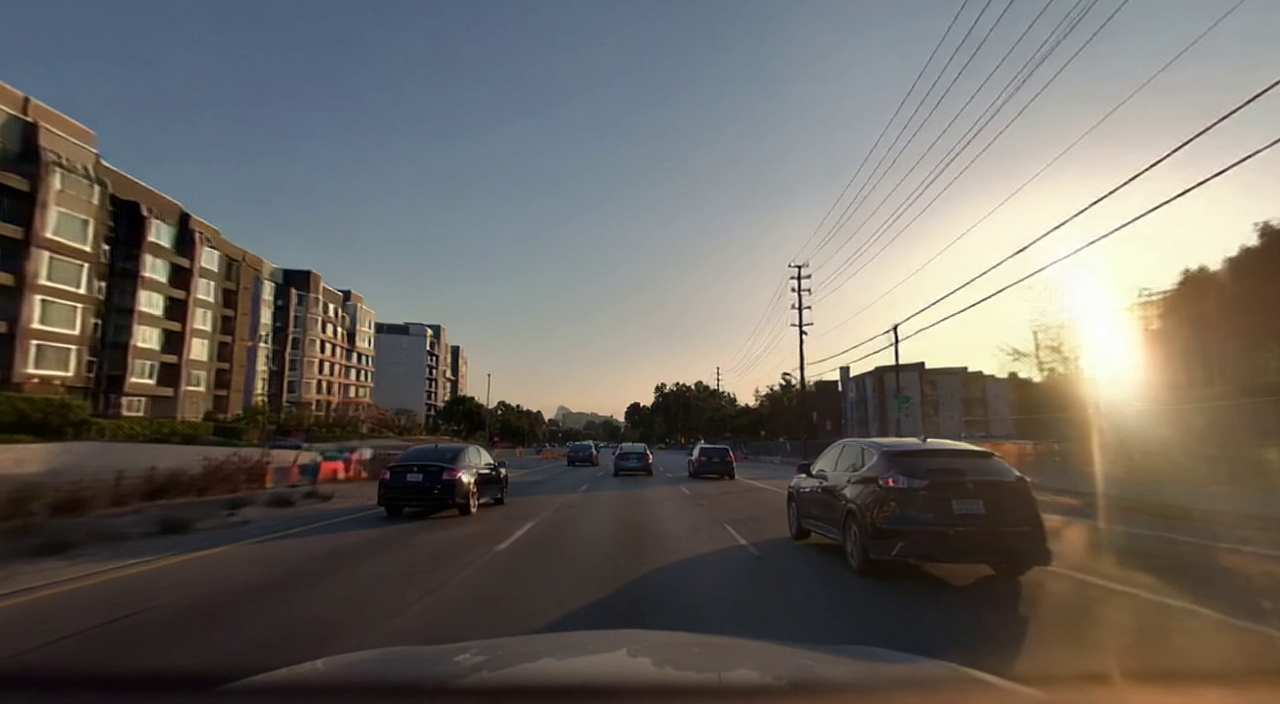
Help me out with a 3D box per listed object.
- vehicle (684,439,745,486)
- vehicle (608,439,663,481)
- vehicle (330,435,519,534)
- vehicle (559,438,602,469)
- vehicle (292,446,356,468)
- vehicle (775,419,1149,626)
[{"bbox_3d":[3.088,4.664,27.024,2.029,1.797,4.218,0,-8,-1],"label":"vehicle"},{"bbox_3d":[-0.189,4.824,28.546,2.291,1.714,4.217,0,-8,0],"label":"vehicle"},{"bbox_3d":[-3.644,2.303,11.620,1.968,1.473,4.209,0,-8,0],"label":"vehicle"},{"bbox_3d":[-3.629,6.282,39.321,2.190,1.832,4.417,0,-8,1],"label":"vehicle"},{"bbox_3d":[-22.020,7.325,44.238,2.053,1.472,4.526,0,-8,1],"label":"vehicle"},{"bbox_3d":[2.959,1.635,7.020,1.975,1.598,4.025,0,-8,-1],"label":"vehicle"}]
